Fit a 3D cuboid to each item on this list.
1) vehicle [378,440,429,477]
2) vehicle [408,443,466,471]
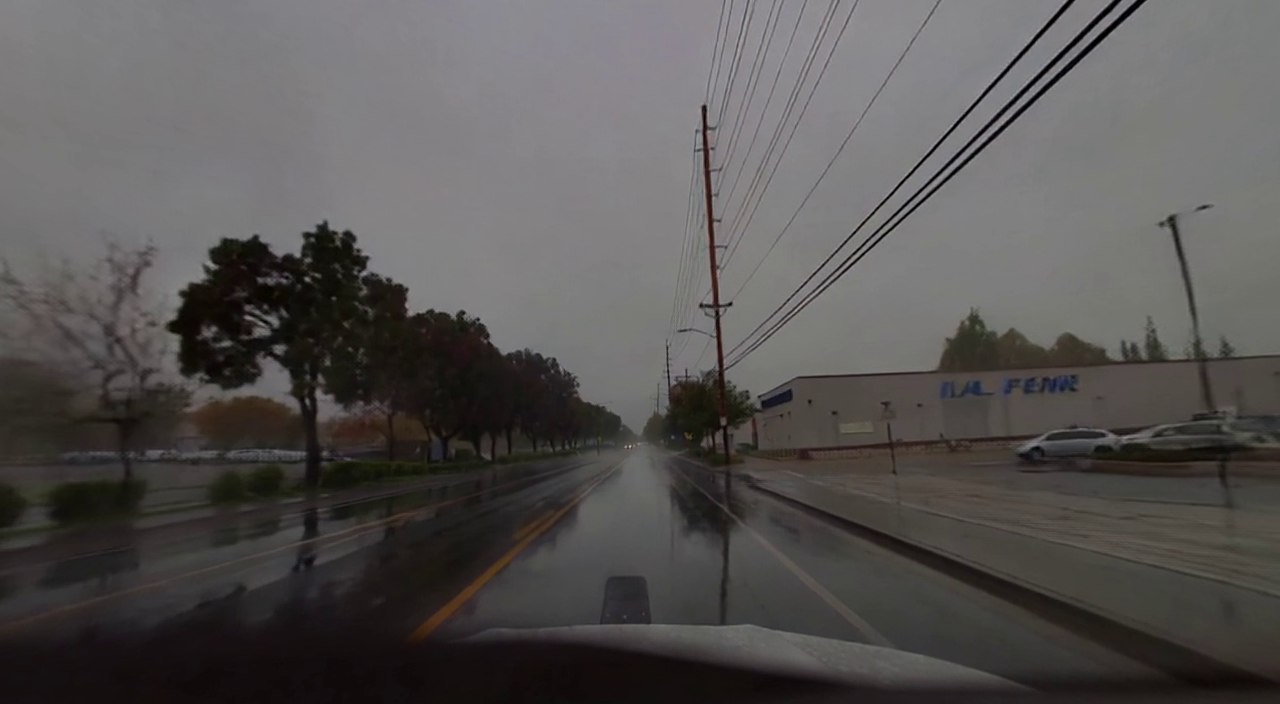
[{"bbox_3d":[-16.384,7.348,43.892,1.972,1.891,3.936,-3,-2,1],"label":"vehicle"},{"bbox_3d":[-13.952,7.237,43.713,1.949,1.735,5.568,-2,-8,3],"label":"vehicle"}]
